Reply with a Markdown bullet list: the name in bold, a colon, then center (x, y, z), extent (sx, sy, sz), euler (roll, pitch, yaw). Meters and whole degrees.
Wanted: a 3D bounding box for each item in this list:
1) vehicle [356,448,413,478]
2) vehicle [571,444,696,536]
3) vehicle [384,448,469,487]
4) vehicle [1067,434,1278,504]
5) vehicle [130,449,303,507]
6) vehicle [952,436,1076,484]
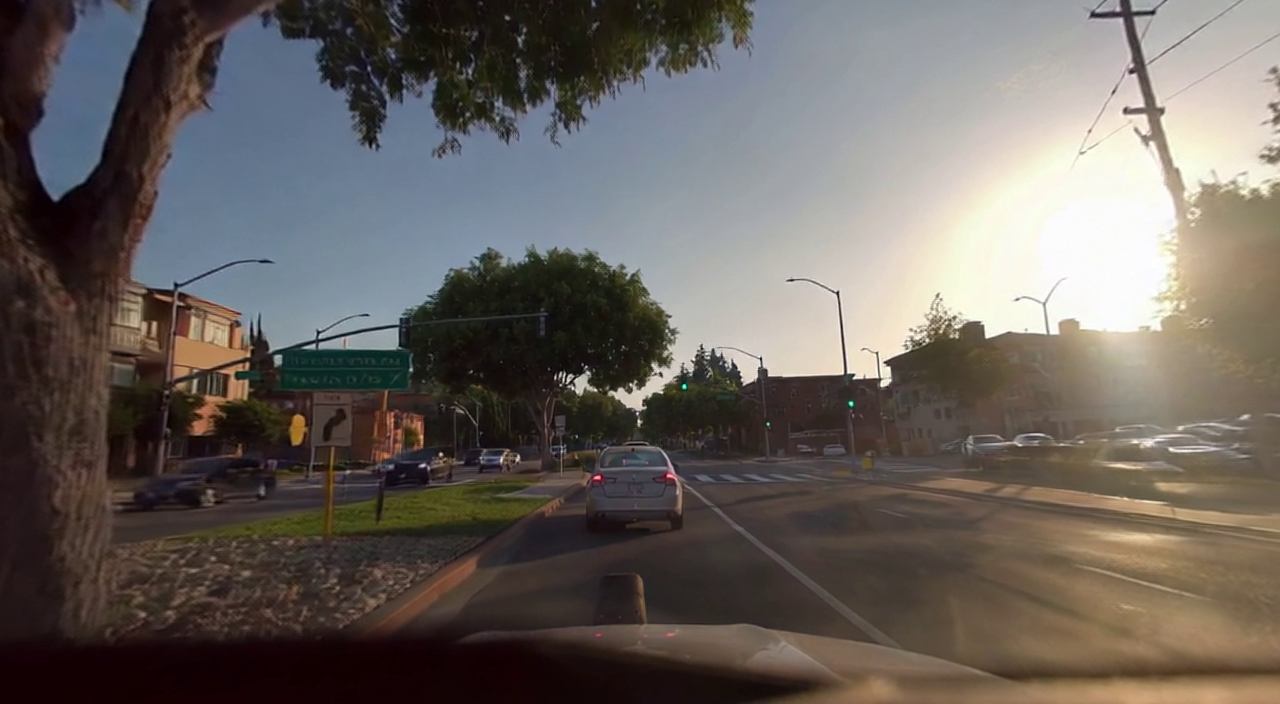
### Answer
- **vehicle**: center (-16.101, 7.022, 39.936), extent (1.936, 1.733, 4.087), euler (-1, -10, -1)
- **vehicle**: center (-0.188, 2.541, 12.221), extent (2.010, 1.447, 4.121), euler (0, -9, -3)
- **vehicle**: center (-8.740, 4.740, 26.233), extent (1.994, 1.474, 4.411), euler (0, -9, 0)
- **vehicle**: center (13.082, 2.884, 15.859), extent (1.859, 1.525, 3.948), euler (0, -9, 1)
- **vehicle**: center (-12.292, 3.648, 18.718), extent (2.125, 1.495, 4.308), euler (0, -9, 0)
- **vehicle**: center (13.072, 3.797, 22.310), extent (1.887, 1.504, 3.898), euler (0, -9, -2)
